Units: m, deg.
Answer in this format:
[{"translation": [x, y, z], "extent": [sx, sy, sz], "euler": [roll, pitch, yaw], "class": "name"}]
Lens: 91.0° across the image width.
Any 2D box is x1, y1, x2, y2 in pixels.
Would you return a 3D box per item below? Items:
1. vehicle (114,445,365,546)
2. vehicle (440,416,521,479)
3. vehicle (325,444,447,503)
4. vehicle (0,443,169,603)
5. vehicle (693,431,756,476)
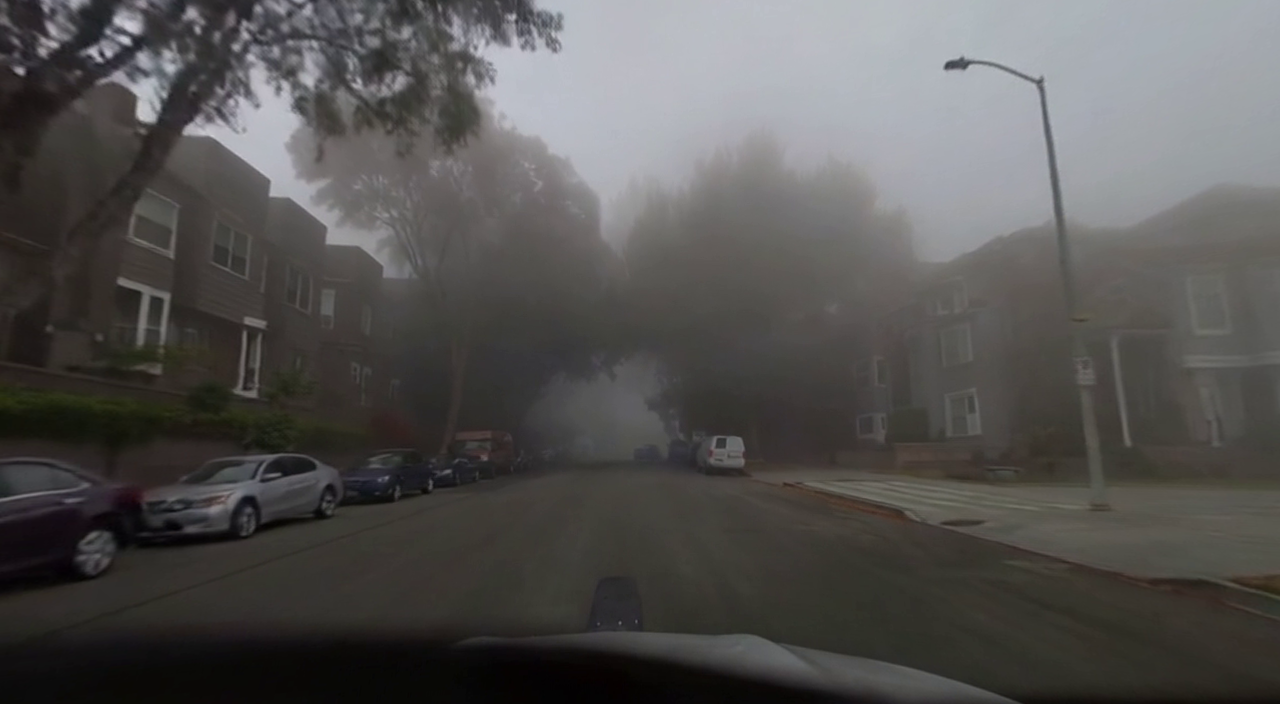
[{"translation": [-7.112, 2.536, 11.904], "extent": [1.845, 1.475, 4.495], "euler": [-1, -9, -1], "class": "vehicle"}, {"translation": [-7.505, 4.655, 30.339], "extent": [2.341, 2.674, 5.753], "euler": [-1, -10, 0], "class": "vehicle"}, {"translation": [-7.249, 3.495, 18.457], "extent": [1.832, 1.483, 4.140], "euler": [-1, -9, 0], "class": "vehicle"}, {"translation": [-7.083, 1.614, 5.762], "extent": [2.003, 1.501, 4.779], "euler": [-1, -9, -3], "class": "vehicle"}, {"translation": [3.946, 4.866, 30.383], "extent": [2.216, 1.955, 4.970], "euler": [0, -8, -1], "class": "vehicle"}]
